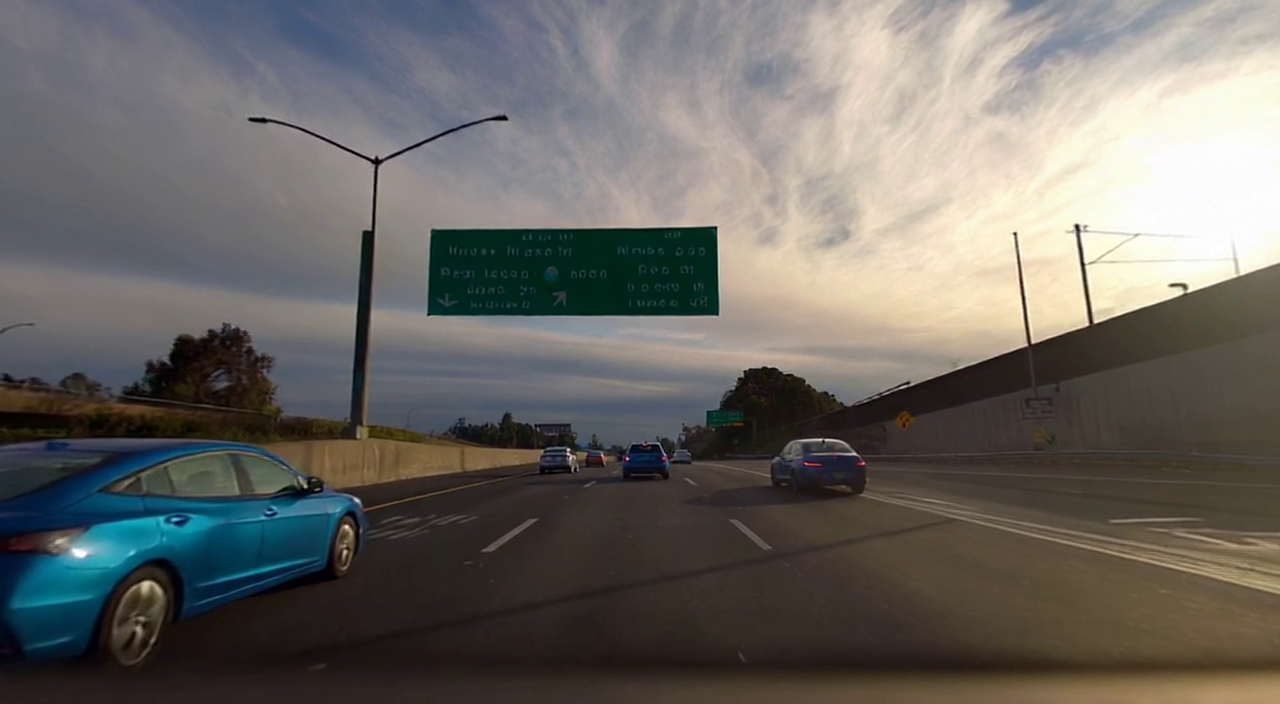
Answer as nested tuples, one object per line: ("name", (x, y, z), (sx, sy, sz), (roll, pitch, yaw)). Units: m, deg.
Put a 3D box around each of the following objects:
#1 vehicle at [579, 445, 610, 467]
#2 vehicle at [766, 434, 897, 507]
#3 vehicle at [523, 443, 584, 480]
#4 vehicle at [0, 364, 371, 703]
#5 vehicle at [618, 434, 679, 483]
("vehicle", (-3.344, 7.714, 46.878), (1.969, 1.480, 4.077), (0, -9, 1))
("vehicle", (4.882, 3.073, 16.803), (2.055, 1.656, 4.370), (0, -9, -1))
("vehicle", (-3.756, 4.838, 28.113), (2.031, 1.491, 4.145), (0, -9, 1))
("vehicle", (-3.900, 1.093, 4.217), (2.160, 1.639, 4.431), (0, -9, 1))
("vehicle", (0.314, 4.141, 24.695), (2.202, 1.748, 4.158), (0, -8, 0))
